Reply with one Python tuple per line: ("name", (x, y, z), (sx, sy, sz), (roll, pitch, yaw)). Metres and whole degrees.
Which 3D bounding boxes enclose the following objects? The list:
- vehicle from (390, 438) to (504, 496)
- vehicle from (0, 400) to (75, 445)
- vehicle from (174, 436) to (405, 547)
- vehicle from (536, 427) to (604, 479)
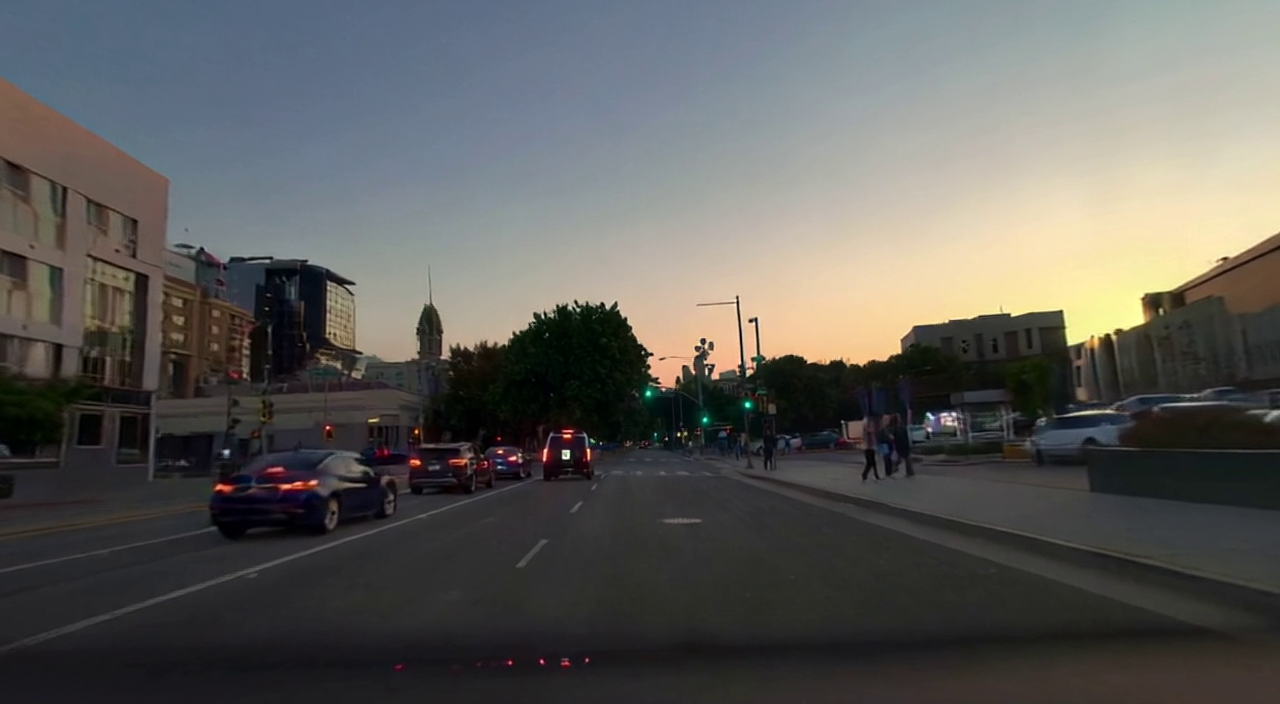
("vehicle", (-6.016, 3.630, 20.372), (2.228, 1.652, 4.593), (0, -8, 0))
("vehicle", (-25.566, 2.883, 25.488), (3.618, 1.730, 1.821), (0, -8, -2))
("vehicle", (-5.705, 2.265, 10.906), (1.889, 1.572, 3.599), (0, -8, 0))
("vehicle", (-3.044, 4.568, 28.823), (2.496, 2.155, 5.468), (0, -8, 0))
